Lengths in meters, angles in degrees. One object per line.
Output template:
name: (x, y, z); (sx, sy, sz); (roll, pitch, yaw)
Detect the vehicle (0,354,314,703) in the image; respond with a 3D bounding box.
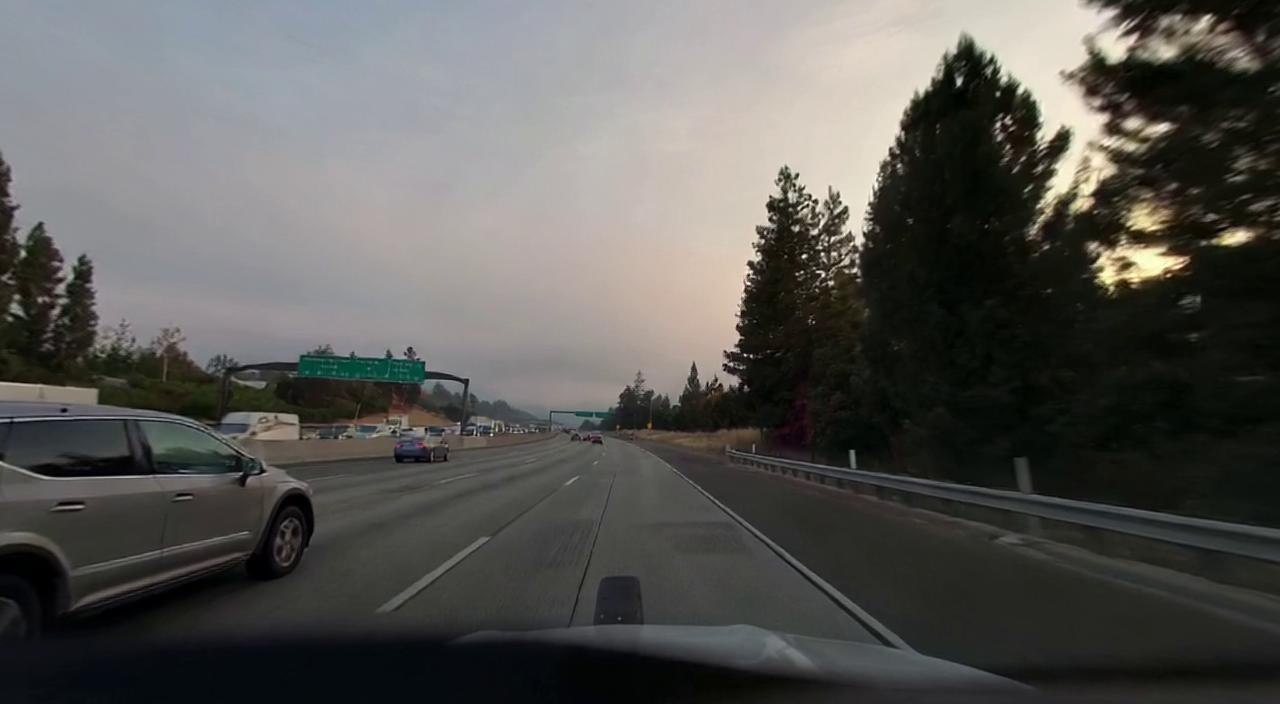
vehicle: (-3.946, 0.903, 3.294); (2.187, 1.639, 4.318); (0, -8, -1)

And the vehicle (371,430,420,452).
vehicle: (-18.570, 6.785, 48.118); (2.027, 1.647, 4.378); (0, -8, -1)

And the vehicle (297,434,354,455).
vehicle: (-22.759, 6.692, 45.809); (1.892, 1.452, 4.433); (0, -8, -1)
